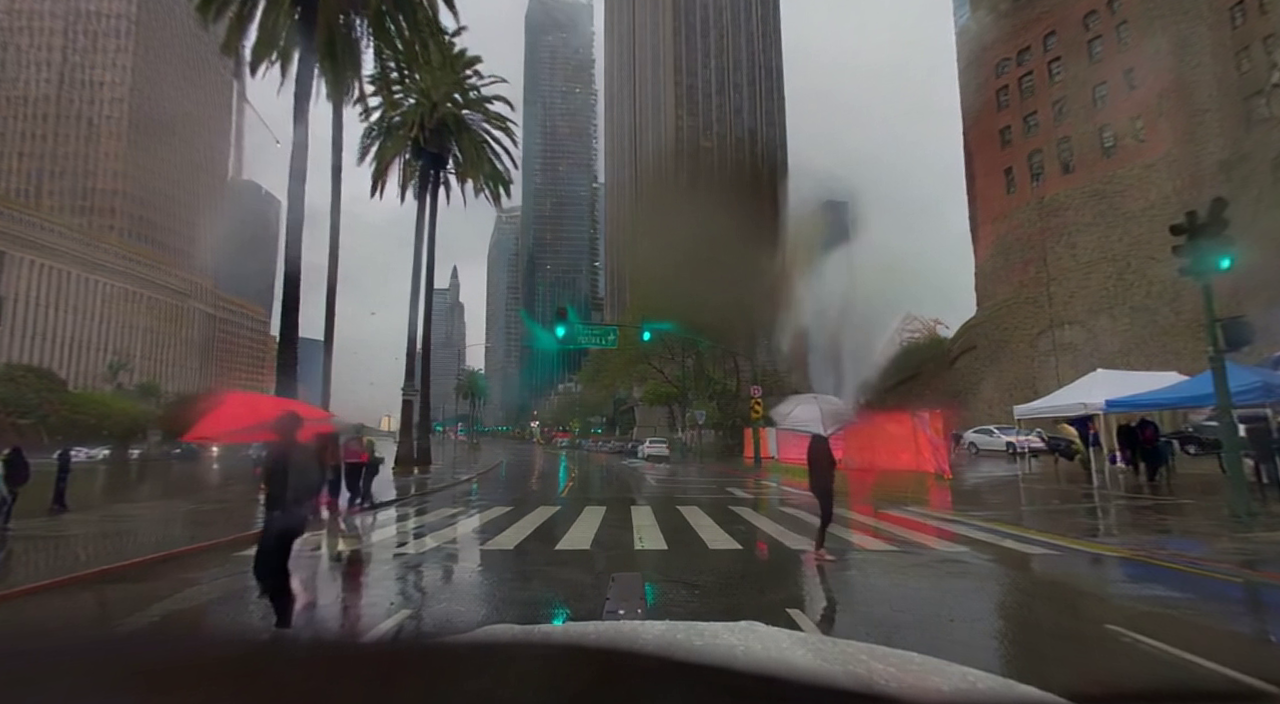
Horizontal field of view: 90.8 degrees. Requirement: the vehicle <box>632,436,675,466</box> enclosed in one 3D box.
[{"bbox_3d":[0.904,7.292,46.674,2.322,2.071,5.366,1,-9,-9],"label":"vehicle"}]
